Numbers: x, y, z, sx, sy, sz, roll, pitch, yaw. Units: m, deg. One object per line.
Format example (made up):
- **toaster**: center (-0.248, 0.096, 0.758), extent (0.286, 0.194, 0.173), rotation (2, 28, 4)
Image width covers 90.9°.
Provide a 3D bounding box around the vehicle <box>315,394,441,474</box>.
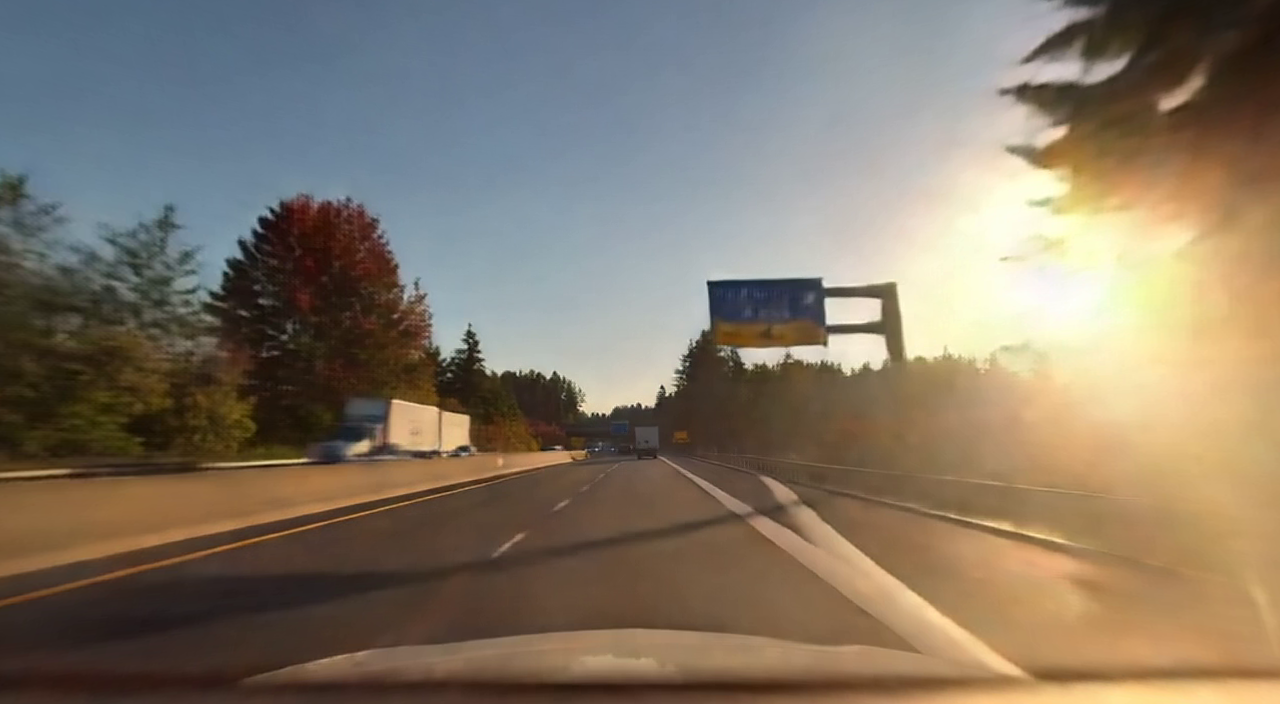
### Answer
- **vehicle**: center (-16.183, 5.356, 40.233), extent (3.237, 4.404, 10.808), rotation (0, -9, 1)
